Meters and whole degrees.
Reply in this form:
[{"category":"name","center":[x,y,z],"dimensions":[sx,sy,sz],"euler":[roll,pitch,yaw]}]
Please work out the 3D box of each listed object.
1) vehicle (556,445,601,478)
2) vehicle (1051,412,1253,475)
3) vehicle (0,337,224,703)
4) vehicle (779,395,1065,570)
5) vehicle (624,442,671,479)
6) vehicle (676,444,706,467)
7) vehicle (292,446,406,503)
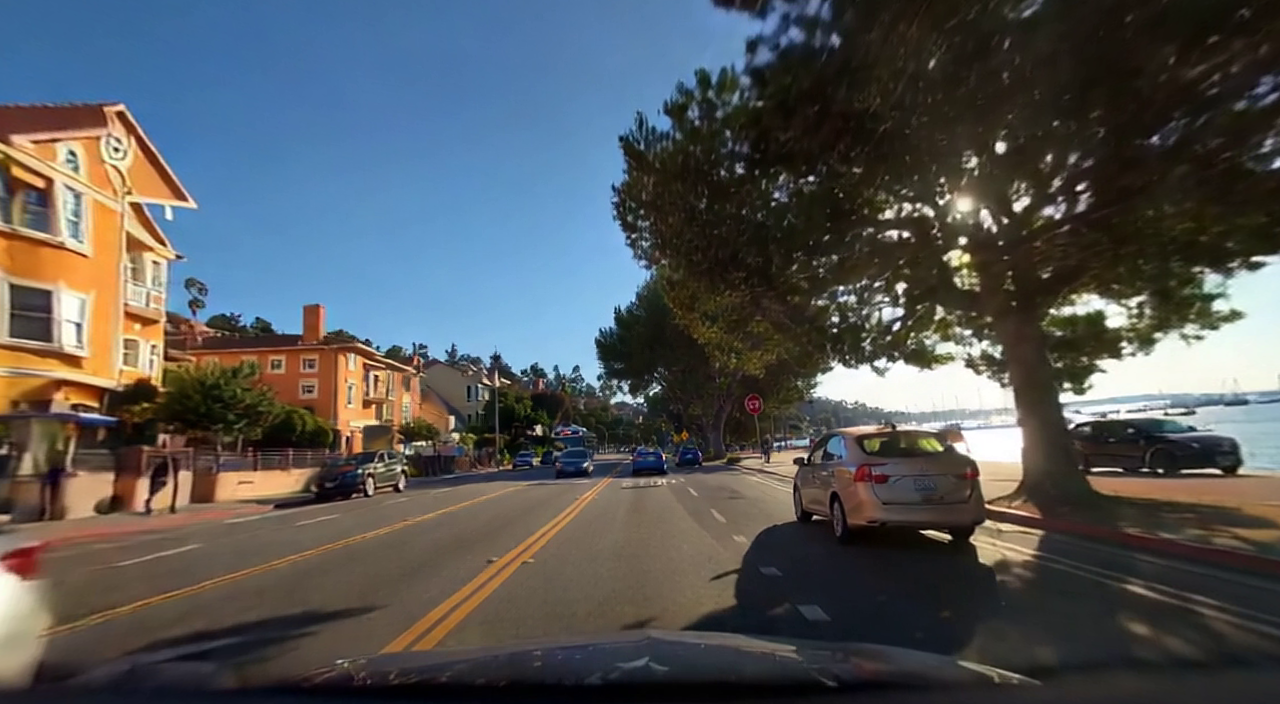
[{"category":"vehicle","center":[-3.178,5.770,33.401],"dimensions":[1.893,1.583,4.107],"euler":[-1,-8,1]},{"category":"vehicle","center":[15.154,2.784,19.169],"dimensions":[1.967,1.526,5.016],"euler":[-4,-8,1]},{"category":"vehicle","center":[-3.125,0.659,0.875],"dimensions":[2.125,1.701,4.310],"euler":[-1,-8,0]},{"category":"vehicle","center":[3.458,1.692,8.904],"dimensions":[2.000,1.809,4.405],"euler":[-1,-8,1]},{"category":"vehicle","center":[0.330,5.184,30.516],"dimensions":[2.132,1.632,3.838],"euler":[-1,-8,0]},{"category":"vehicle","center":[3.809,7.799,47.823],"dimensions":[1.876,1.626,3.851],"euler":[-1,-8,-1]},{"category":"vehicle","center":[-10.748,4.512,23.780],"dimensions":[2.107,1.868,4.690],"euler":[-1,-8,-1]}]
